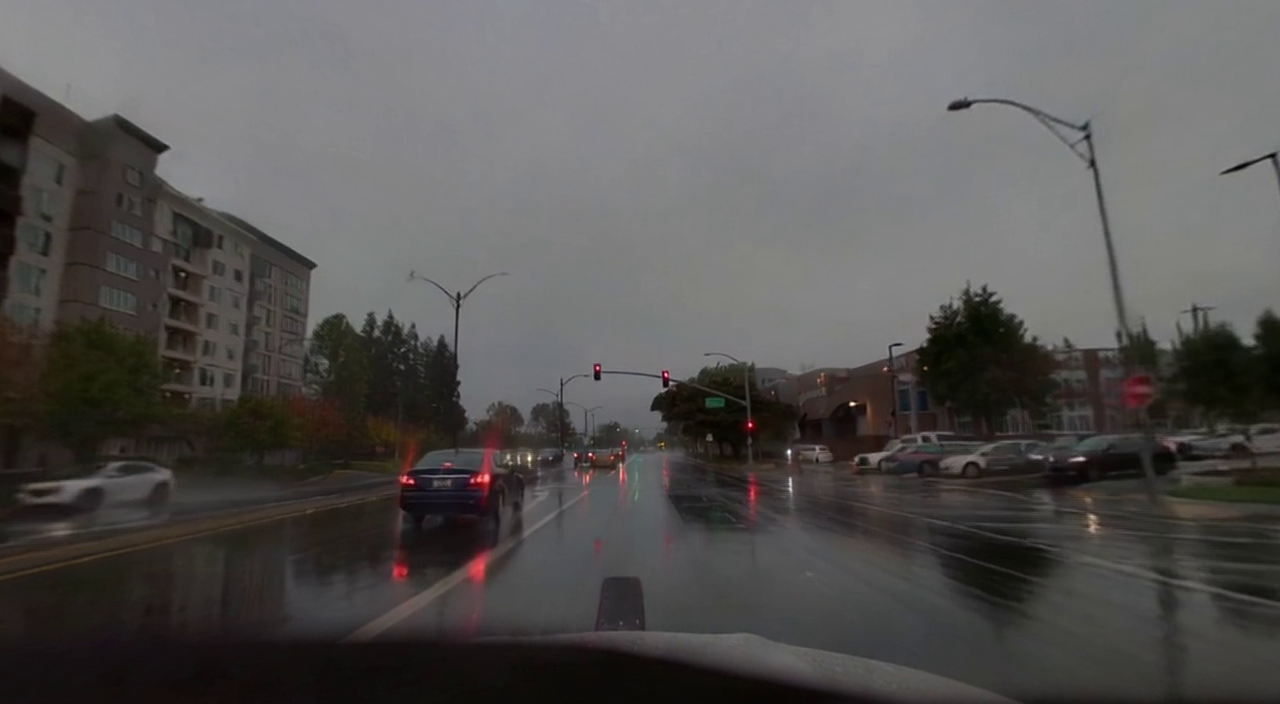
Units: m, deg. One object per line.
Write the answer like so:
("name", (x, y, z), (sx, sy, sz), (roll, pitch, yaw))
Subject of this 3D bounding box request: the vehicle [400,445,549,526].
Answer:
("vehicle", (-3.349, 2.781, 13.836), (2.144, 1.447, 4.421), (0, -9, -1))

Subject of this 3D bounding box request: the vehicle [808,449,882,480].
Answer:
("vehicle", (10.184, 5.601, 31.861), (2.045, 1.418, 4.869), (0, -9, -1))

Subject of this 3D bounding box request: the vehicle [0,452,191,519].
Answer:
("vehicle", (-14.763, 3.575, 17.432), (1.854, 1.586, 4.043), (0, -9, -2))

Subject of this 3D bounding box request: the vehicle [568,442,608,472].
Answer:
("vehicle", (-3.436, 7.014, 42.509), (2.220, 1.888, 4.904), (0, -9, 0))

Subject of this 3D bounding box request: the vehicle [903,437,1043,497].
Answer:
("vehicle", (10.338, 3.589, 20.076), (1.975, 1.677, 4.400), (0, -9, -1))

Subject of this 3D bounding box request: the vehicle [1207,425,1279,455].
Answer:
("vehicle", (34.632, 4.842, 34.612), (4.771, 1.577, 2.205), (-1, -9, 4))

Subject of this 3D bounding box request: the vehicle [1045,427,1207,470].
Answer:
("vehicle", (18.394, 3.670, 24.091), (4.416, 1.519, 1.988), (-1, -9, 2))
